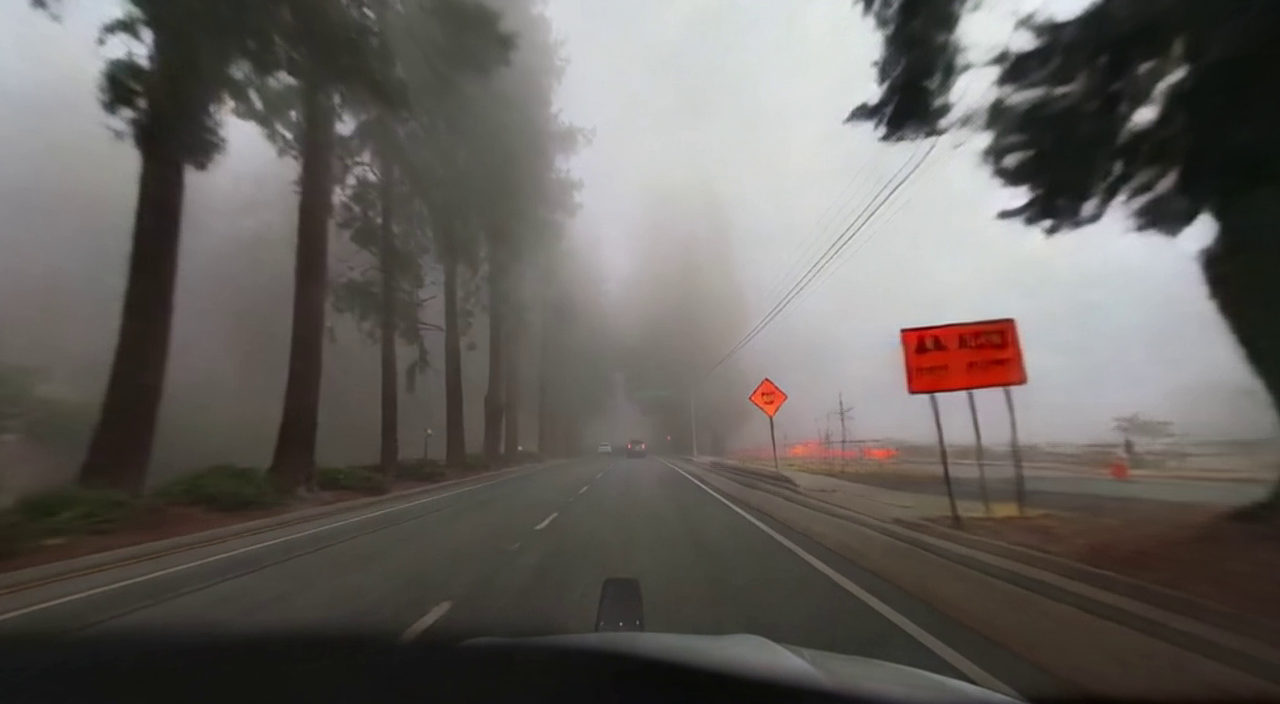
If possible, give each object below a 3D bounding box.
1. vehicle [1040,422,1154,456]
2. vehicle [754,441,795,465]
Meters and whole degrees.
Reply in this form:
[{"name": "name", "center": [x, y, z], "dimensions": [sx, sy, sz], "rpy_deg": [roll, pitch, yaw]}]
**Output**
[{"name": "vehicle", "center": [25.502, 4.871, 35.400], "dimensions": [4.601, 1.801, 2.122], "rpy_deg": [0, -8, 2]}, {"name": "vehicle", "center": [8.500, 6.358, 40.127], "dimensions": [1.733, 1.449, 3.764], "rpy_deg": [0, -8, -1]}]
